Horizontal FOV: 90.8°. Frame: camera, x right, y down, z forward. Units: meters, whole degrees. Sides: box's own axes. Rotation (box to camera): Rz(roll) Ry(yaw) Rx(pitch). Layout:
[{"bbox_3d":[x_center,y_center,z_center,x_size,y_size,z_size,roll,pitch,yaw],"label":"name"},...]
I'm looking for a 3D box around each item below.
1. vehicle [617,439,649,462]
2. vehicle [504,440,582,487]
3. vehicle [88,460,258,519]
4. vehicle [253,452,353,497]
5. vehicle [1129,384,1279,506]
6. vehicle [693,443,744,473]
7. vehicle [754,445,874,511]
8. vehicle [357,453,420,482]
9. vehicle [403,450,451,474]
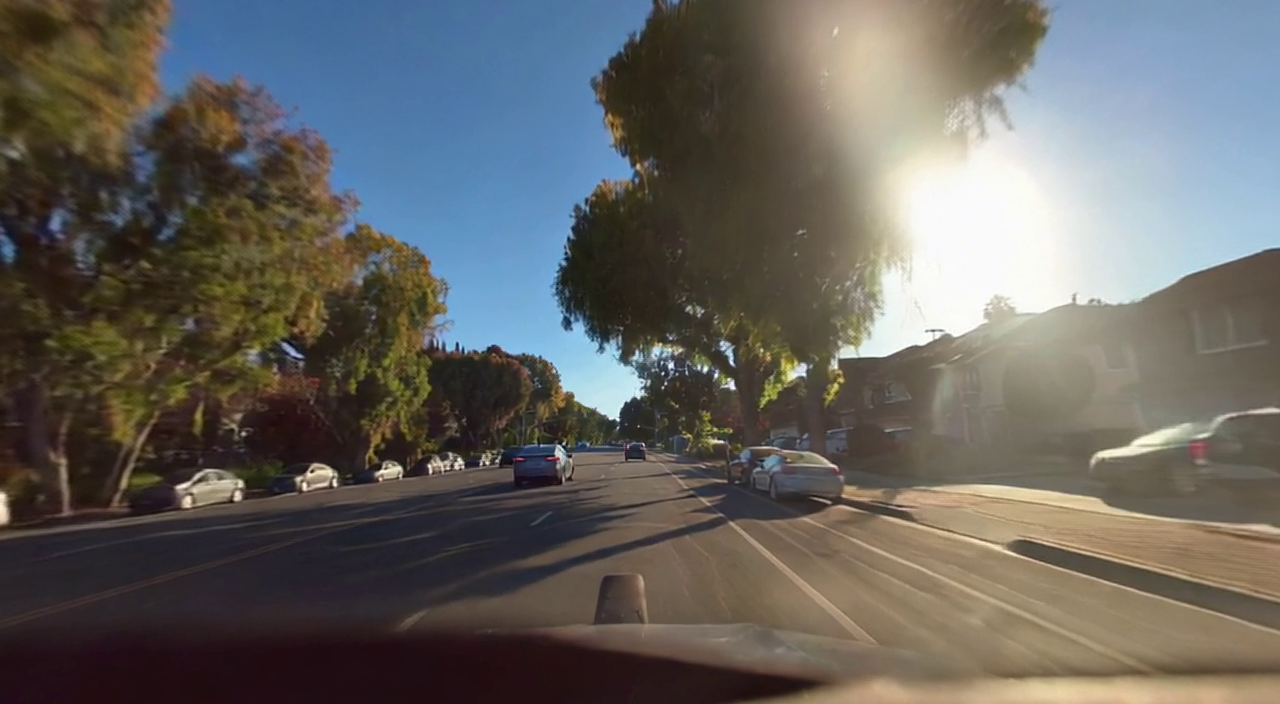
[{"bbox_3d":[-0.455,6.763,43.352,2.088,1.495,4.048,0,-9,0],"label":"vehicle"},{"bbox_3d":[-3.319,3.908,22.515,2.027,1.477,4.413,0,-9,1],"label":"vehicle"},{"bbox_3d":[-14.605,4.287,20.199,1.898,1.530,4.675,0,-9,-1],"label":"vehicle"},{"bbox_3d":[-14.693,5.320,27.868,1.914,1.747,4.550,0,-9,0],"label":"vehicle"},{"bbox_3d":[10.875,1.450,9.963,4.543,1.706,2.082,0,-9,-1],"label":"vehicle"},{"bbox_3d":[4.177,5.727,34.411,1.928,1.479,5.069,0,-9,-2],"label":"vehicle"},{"bbox_3d":[4.288,3.152,16.361,1.890,1.459,4.371,0,-9,1],"label":"vehicle"},{"bbox_3d":[-14.654,6.732,37.136,1.827,1.480,4.738,0,-9,-1],"label":"vehicle"},{"bbox_3d":[-14.593,7.523,43.563,1.830,1.511,4.734,0,-9,-2],"label":"vehicle"}]
